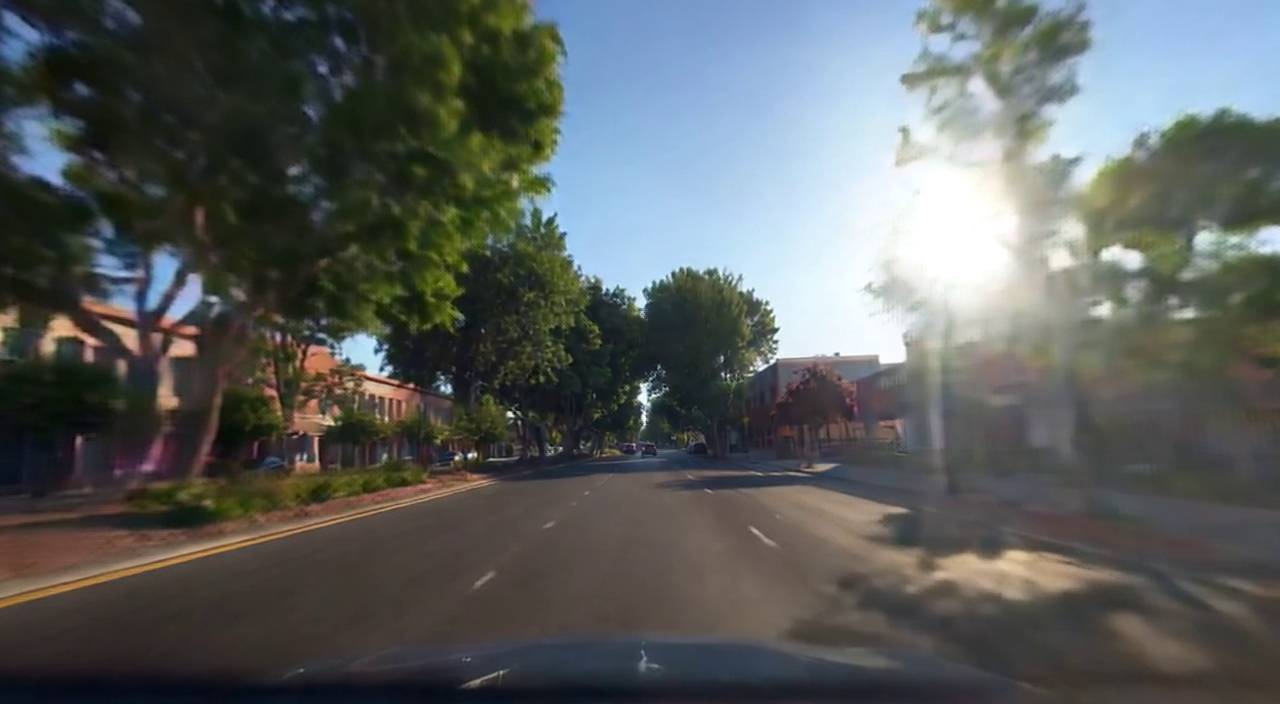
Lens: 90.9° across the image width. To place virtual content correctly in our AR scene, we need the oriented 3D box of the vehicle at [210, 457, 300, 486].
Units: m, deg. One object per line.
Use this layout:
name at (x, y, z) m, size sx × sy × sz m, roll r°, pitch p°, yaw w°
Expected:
vehicle at (-22.192, 6.876, 36.570) m, size 2.135 × 1.467 × 4.653 m, roll -1°, pitch -9°, yaw 2°
